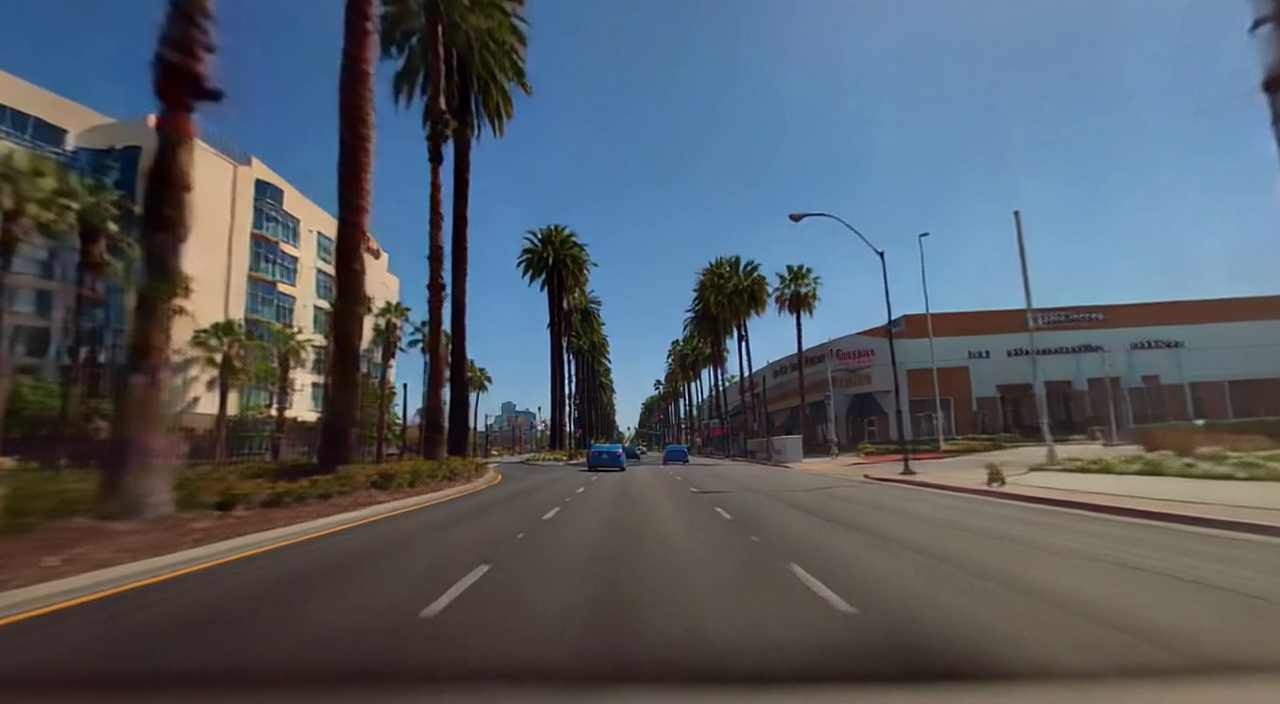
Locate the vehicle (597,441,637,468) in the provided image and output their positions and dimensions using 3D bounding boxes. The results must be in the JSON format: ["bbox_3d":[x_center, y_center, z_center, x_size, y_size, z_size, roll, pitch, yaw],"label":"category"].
[{"bbox_3d":[-1.395,6.456,40.111,2.160,1.615,4.117,-1,-9,4],"label":"vehicle"}]
